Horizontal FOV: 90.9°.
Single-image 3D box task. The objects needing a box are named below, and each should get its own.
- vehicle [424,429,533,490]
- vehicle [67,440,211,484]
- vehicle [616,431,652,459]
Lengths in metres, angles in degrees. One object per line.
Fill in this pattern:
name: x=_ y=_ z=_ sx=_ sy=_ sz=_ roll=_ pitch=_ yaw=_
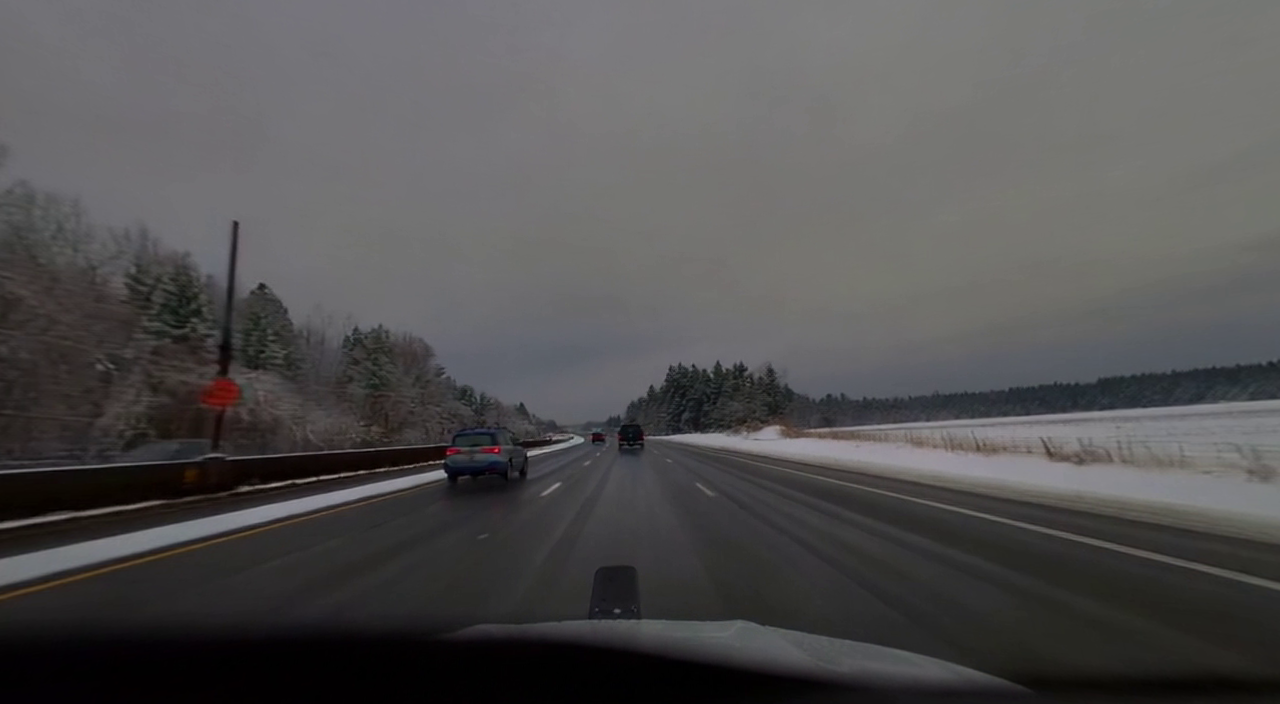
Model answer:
vehicle: x=-4.328 y=2.915 z=17.563 sx=1.931 sy=1.483 sz=4.105 roll=0 pitch=-8 yaw=0
vehicle: x=-19.548 y=4.281 z=24.890 sx=1.975 sy=1.534 sz=4.443 roll=0 pitch=-8 yaw=1
vehicle: x=-0.386 y=5.780 z=39.385 sx=2.162 sy=1.616 sz=4.242 roll=0 pitch=-8 yaw=-1
